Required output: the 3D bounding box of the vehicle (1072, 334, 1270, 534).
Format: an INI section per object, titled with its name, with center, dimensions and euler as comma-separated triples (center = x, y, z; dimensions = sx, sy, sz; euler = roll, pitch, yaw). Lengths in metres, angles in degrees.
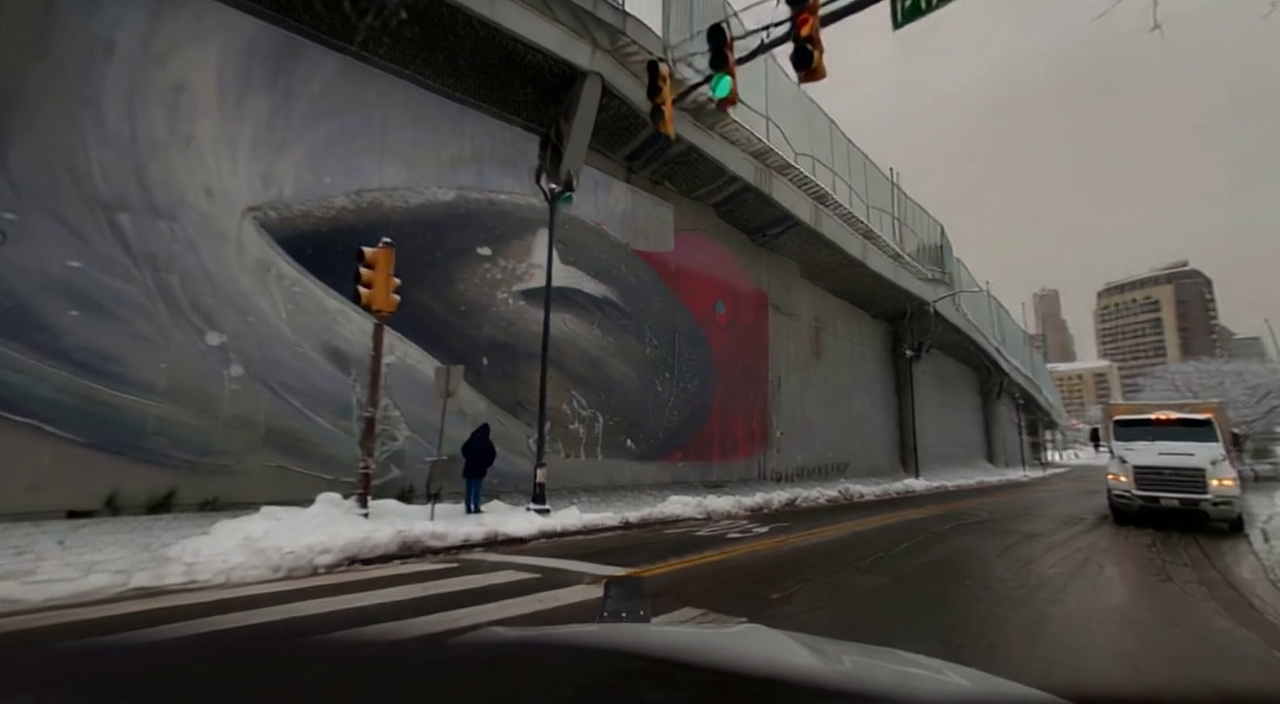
[vehicle]
center = 14.059, 2.233, 16.755
dimensions = 2.849, 3.893, 9.347
euler = -7, -11, 40
